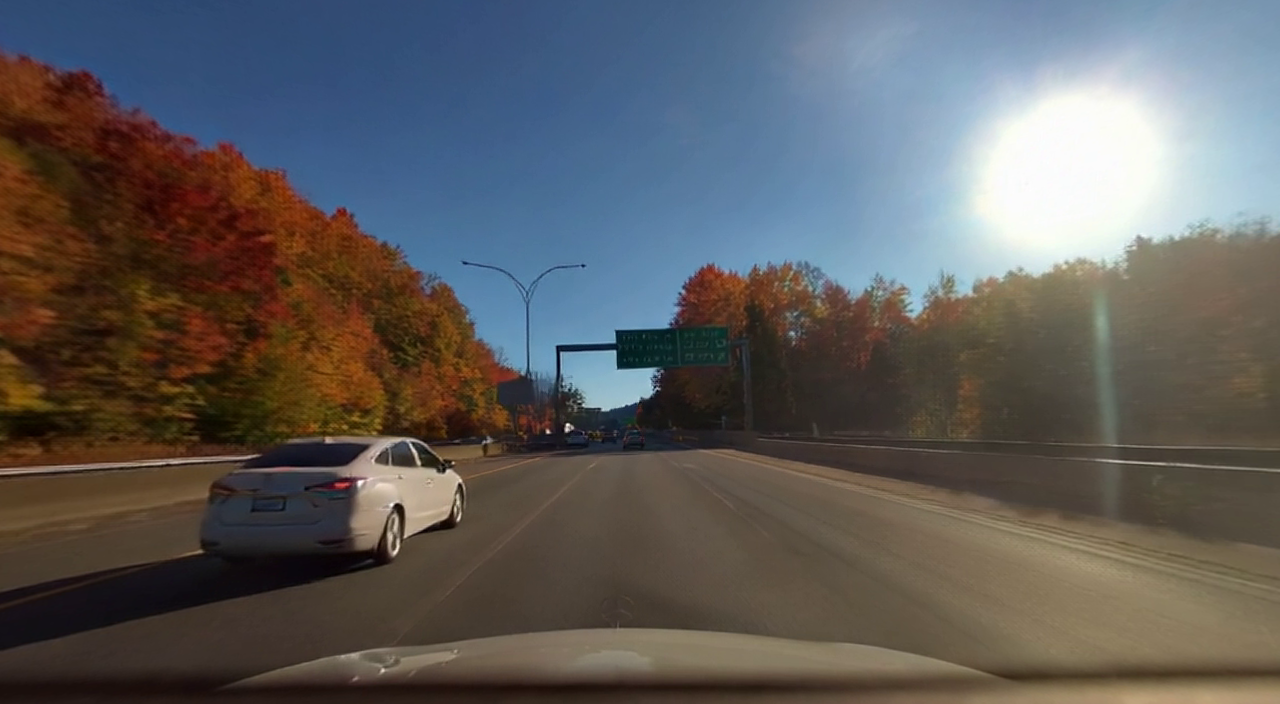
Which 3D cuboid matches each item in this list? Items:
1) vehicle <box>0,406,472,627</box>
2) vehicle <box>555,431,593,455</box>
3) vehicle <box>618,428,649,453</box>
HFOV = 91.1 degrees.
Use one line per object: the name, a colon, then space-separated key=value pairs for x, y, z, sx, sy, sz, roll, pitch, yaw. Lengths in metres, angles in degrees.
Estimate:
vehicle: x=-3.417 y=1.450 z=6.701 sx=1.989 sy=1.497 sz=4.645 roll=0 pitch=-8 yaw=0
vehicle: x=-4.344 y=6.023 z=41.733 sx=2.071 sy=1.524 sz=4.398 roll=0 pitch=-8 yaw=0
vehicle: x=-0.483 y=6.170 z=43.841 sx=2.054 sy=1.609 sz=3.859 roll=0 pitch=-8 yaw=-1
